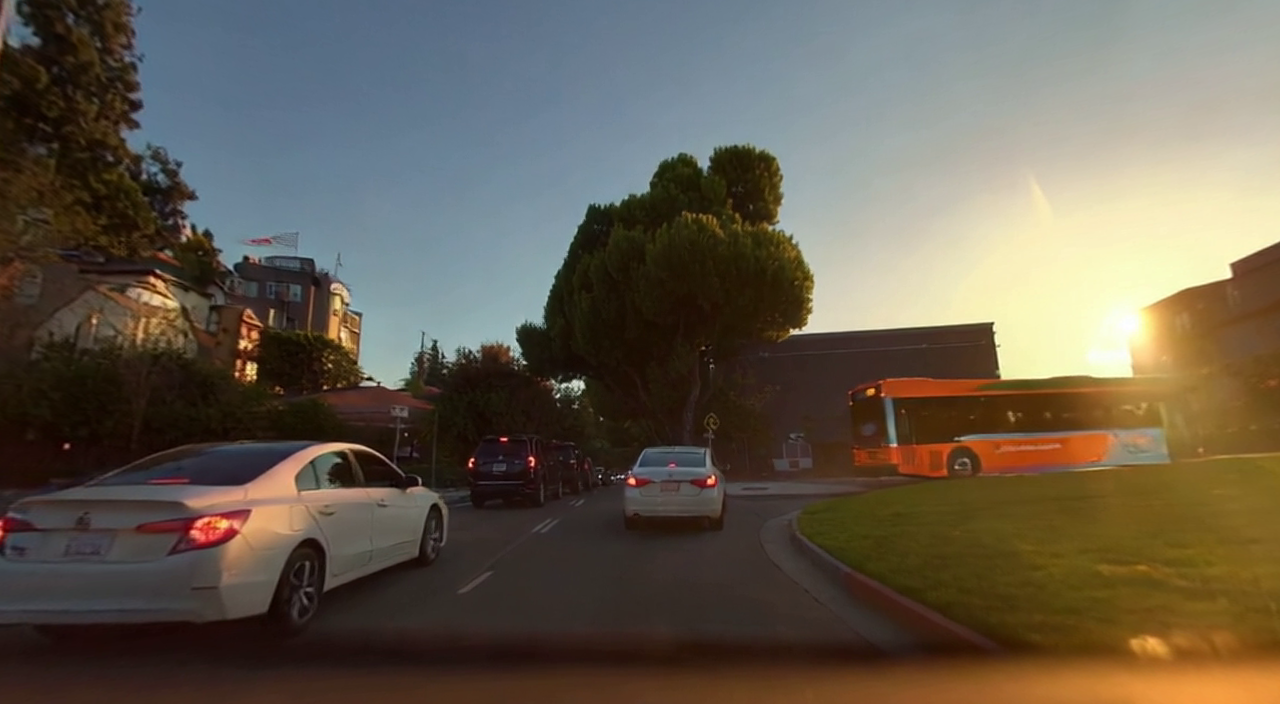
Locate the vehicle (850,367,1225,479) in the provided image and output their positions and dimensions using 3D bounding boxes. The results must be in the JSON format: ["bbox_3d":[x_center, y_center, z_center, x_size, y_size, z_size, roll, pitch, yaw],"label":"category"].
[{"bbox_3d":[12.264,2.294,20.181,9.977,3.303,2.948,0,-8,-2],"label":"vehicle"}]

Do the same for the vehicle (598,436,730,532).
[{"bbox_3d":[0.630,2.366,11.912,2.020,1.478,3.922,-1,-9,9],"label":"vehicle"}]

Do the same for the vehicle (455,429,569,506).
[{"bbox_3d":[-3.242,3.034,17.026,2.017,1.761,4.572,0,-8,1],"label":"vehicle"}]

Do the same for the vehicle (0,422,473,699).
[{"bbox_3d":[-3.332,1.480,5.821,1.953,1.480,4.522,-1,-8,6],"label":"vehicle"}]
